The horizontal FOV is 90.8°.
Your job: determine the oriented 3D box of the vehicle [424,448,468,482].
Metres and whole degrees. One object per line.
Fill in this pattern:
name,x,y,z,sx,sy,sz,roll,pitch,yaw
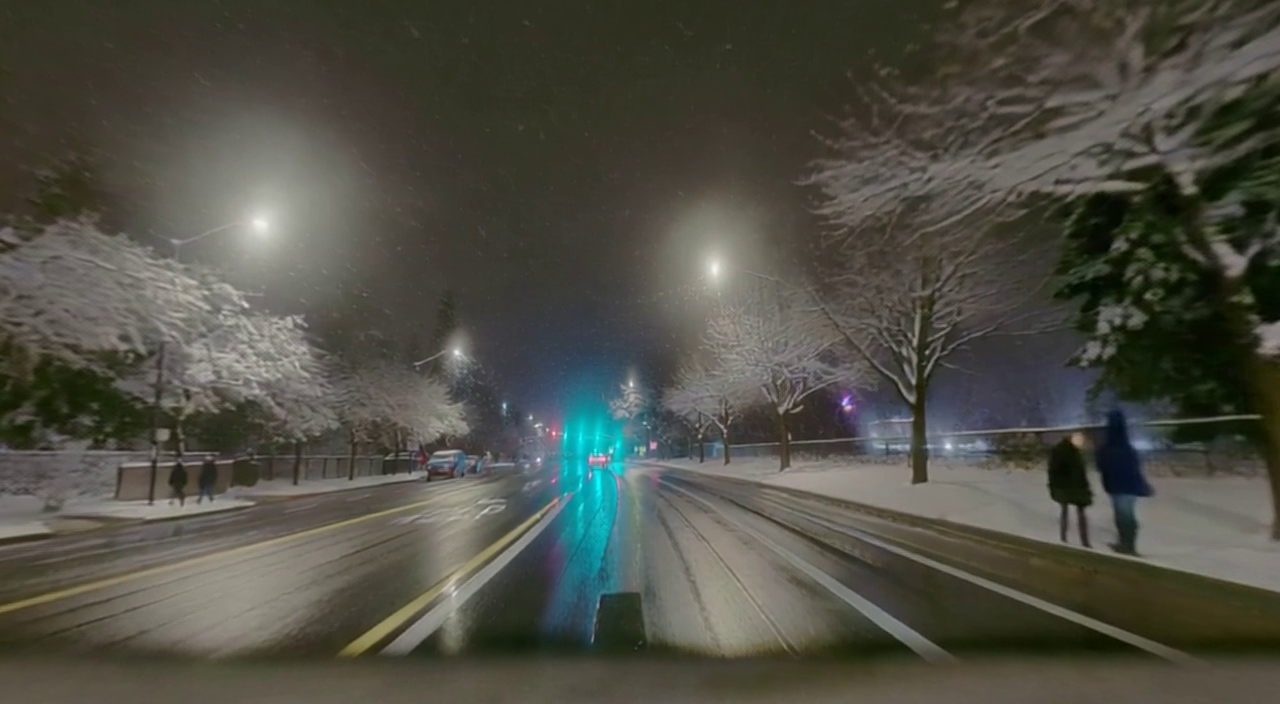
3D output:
vehicle,-14.809,8.595,48.483,2.314,2.144,5.403,-3,-7,-7
